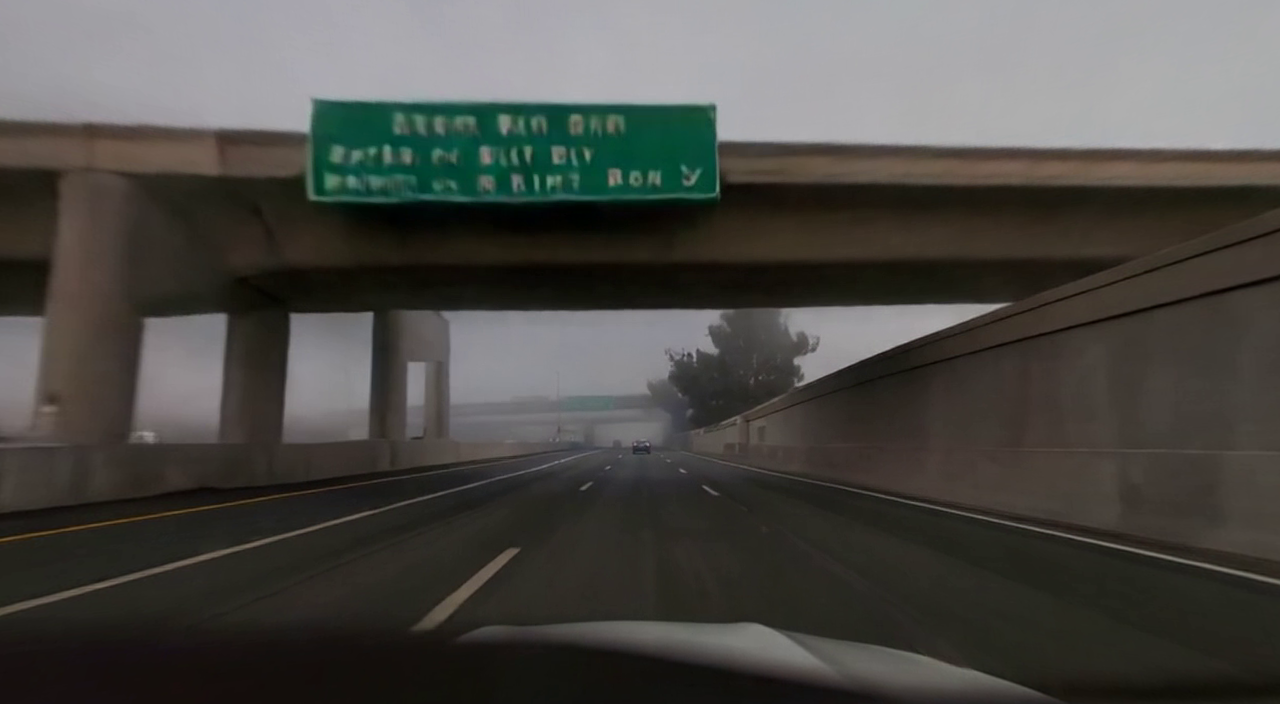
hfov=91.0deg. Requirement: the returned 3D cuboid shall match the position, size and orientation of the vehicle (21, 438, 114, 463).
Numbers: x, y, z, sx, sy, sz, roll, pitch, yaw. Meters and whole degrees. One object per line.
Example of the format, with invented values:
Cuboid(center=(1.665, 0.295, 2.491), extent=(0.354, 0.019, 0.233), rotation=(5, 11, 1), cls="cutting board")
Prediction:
Cuboid(center=(-39.675, 6.848, 43.699), extent=(4.217, 1.611, 1.993), rotation=(1, -9, -11), cls="vehicle")
